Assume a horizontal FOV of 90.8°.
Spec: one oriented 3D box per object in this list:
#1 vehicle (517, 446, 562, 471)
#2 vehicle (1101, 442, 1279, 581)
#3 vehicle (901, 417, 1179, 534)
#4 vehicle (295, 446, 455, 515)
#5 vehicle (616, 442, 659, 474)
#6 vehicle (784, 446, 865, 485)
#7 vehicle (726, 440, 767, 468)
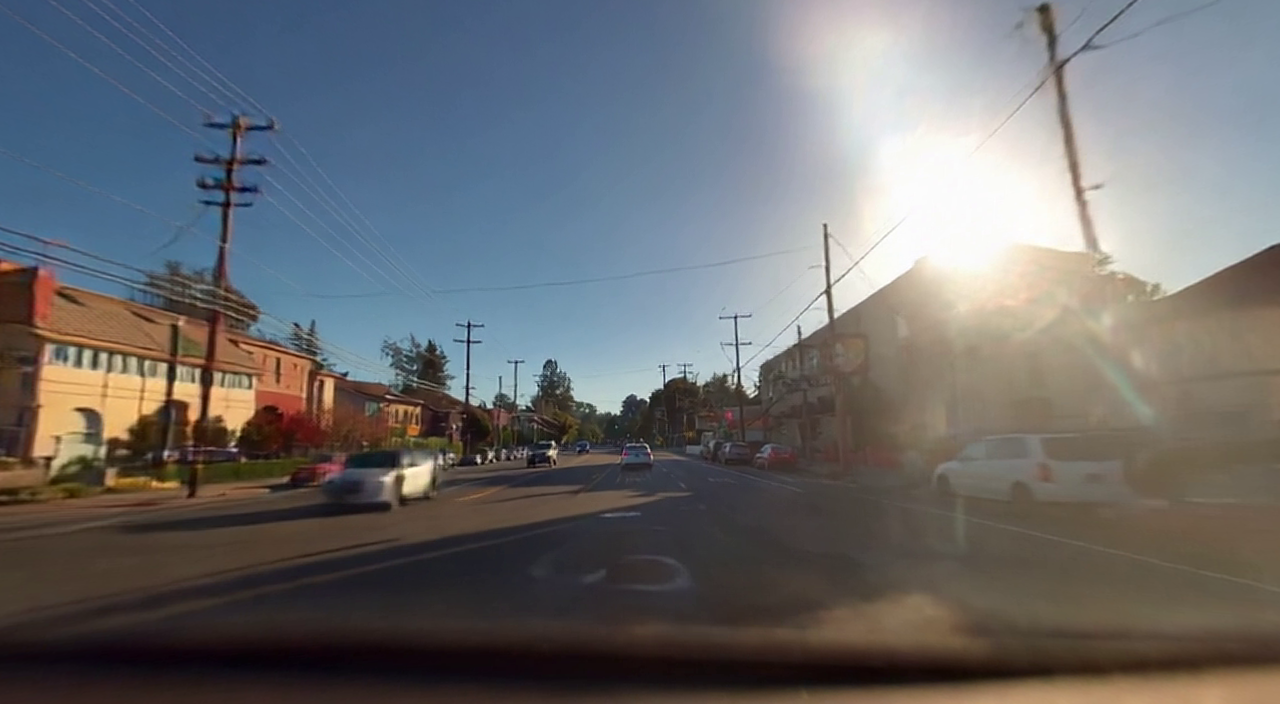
[{"bbox_3d":[-6.354,6.789,40.446,1.992,1.476,4.682,-1,-8,1],"label":"vehicle"},{"bbox_3d":[7.837,1.750,7.014,1.833,1.475,4.648,0,-8,-1],"label":"vehicle"},{"bbox_3d":[7.771,2.441,13.222,2.188,1.903,5.324,0,-8,-2],"label":"vehicle"},{"bbox_3d":[-6.460,3.140,16.114,2.018,1.466,4.631,-1,-8,1],"label":"vehicle"},{"bbox_3d":[-0.152,5.523,33.136,2.067,1.547,4.513,0,-8,-1],"label":"vehicle"},{"bbox_3d":[7.727,4.751,26.932,1.936,1.479,4.736,0,-8,-1],"label":"vehicle"},{"bbox_3d":[7.671,7.401,46.016,2.026,1.851,4.360,0,-8,-2],"label":"vehicle"}]
